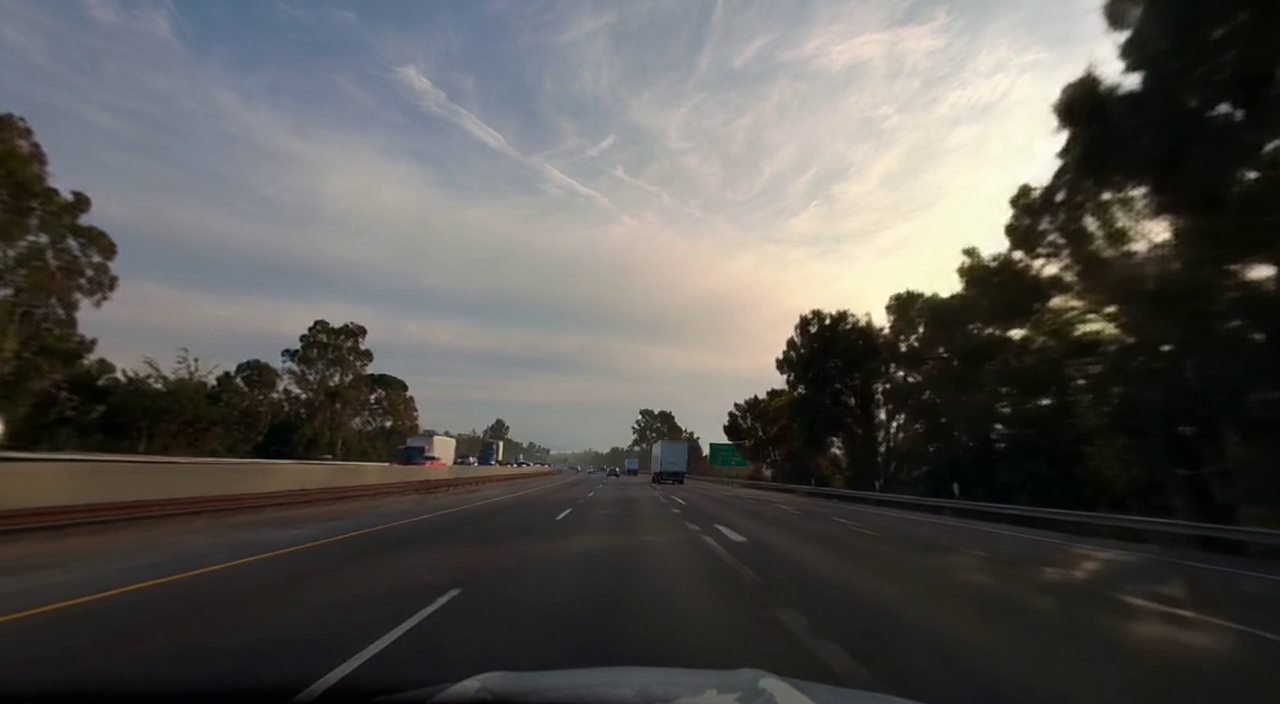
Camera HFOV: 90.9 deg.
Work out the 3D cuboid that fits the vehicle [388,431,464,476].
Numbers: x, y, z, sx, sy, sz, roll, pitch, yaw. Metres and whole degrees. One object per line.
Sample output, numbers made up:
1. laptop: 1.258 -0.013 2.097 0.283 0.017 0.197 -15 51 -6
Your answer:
1. vehicle: -12.345 6.044 36.919 2.336 2.353 6.170 1 -11 -1
